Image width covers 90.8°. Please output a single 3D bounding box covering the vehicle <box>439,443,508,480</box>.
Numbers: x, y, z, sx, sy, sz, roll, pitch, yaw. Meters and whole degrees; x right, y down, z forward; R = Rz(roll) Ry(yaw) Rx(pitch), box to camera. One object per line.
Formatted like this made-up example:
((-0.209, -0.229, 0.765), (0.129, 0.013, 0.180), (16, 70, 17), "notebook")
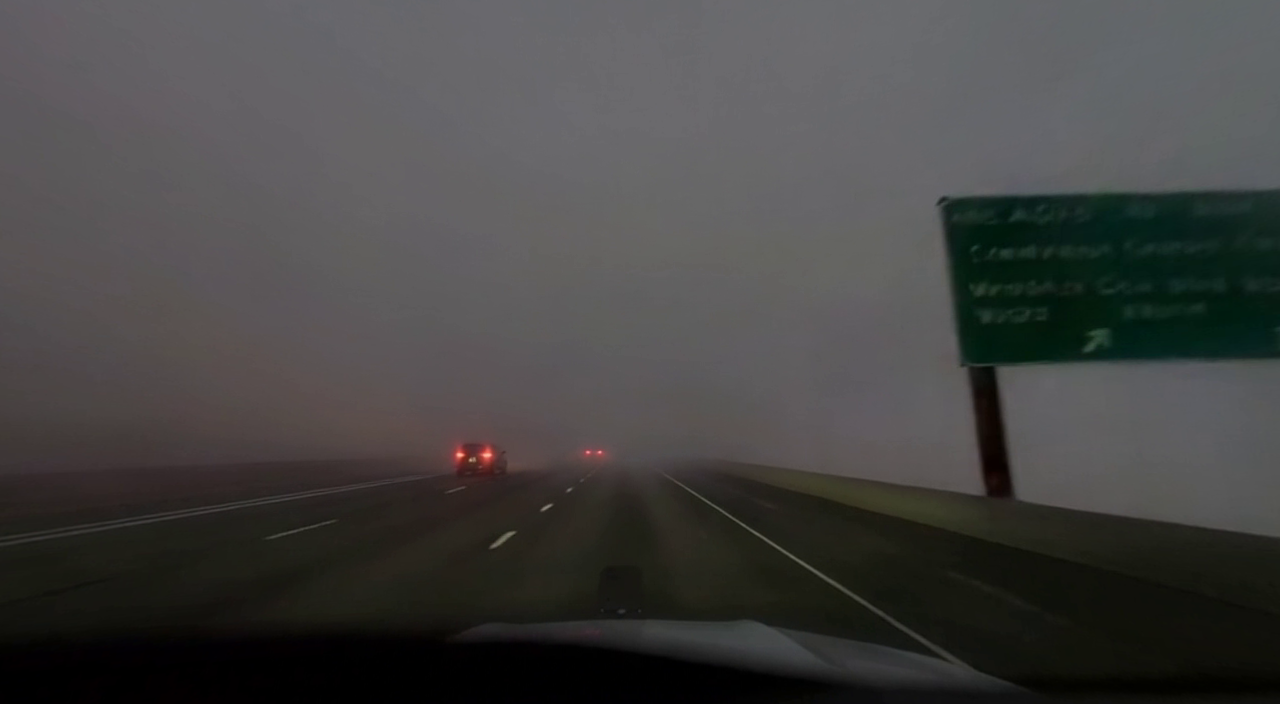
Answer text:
((-7.686, 5.096, 29.563), (2.098, 1.606, 4.227), (0, -9, 0), "vehicle")
